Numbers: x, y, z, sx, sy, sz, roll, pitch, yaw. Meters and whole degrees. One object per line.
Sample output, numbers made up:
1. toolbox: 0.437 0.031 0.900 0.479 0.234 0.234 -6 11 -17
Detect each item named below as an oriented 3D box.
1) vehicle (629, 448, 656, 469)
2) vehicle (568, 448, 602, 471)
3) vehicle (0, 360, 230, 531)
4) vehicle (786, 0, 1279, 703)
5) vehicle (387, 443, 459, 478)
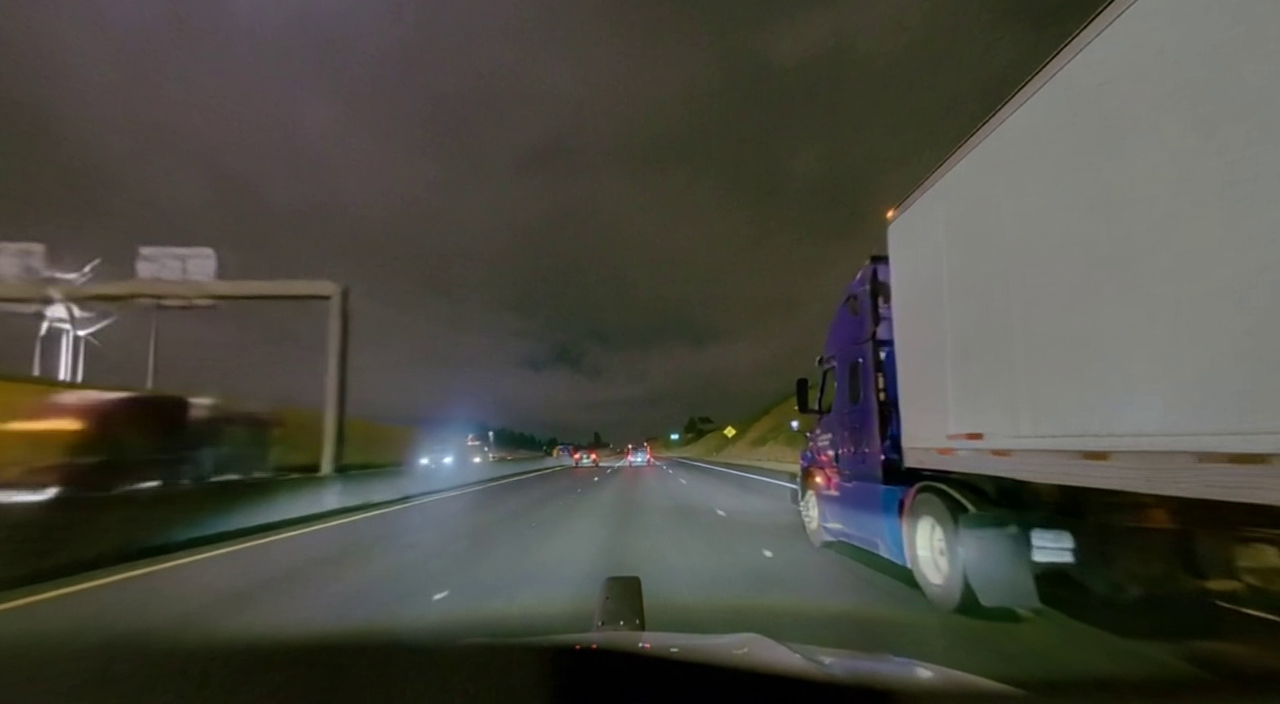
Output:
1. vehicle: 0.149 7.919 47.032 1.931 1.453 3.695 0 -9 0
2. vehicle: -3.841 7.521 44.363 1.952 1.521 4.095 0 -9 1
3. vehicle: -11.869 1.927 12.841 2.445 2.805 6.838 0 -9 -1
4. vehicle: 3.700 0.341 6.236 2.983 3.940 5.919 0 -9 0
5. vehicle: -11.772 5.919 34.665 2.113 1.770 4.939 0 -9 1
